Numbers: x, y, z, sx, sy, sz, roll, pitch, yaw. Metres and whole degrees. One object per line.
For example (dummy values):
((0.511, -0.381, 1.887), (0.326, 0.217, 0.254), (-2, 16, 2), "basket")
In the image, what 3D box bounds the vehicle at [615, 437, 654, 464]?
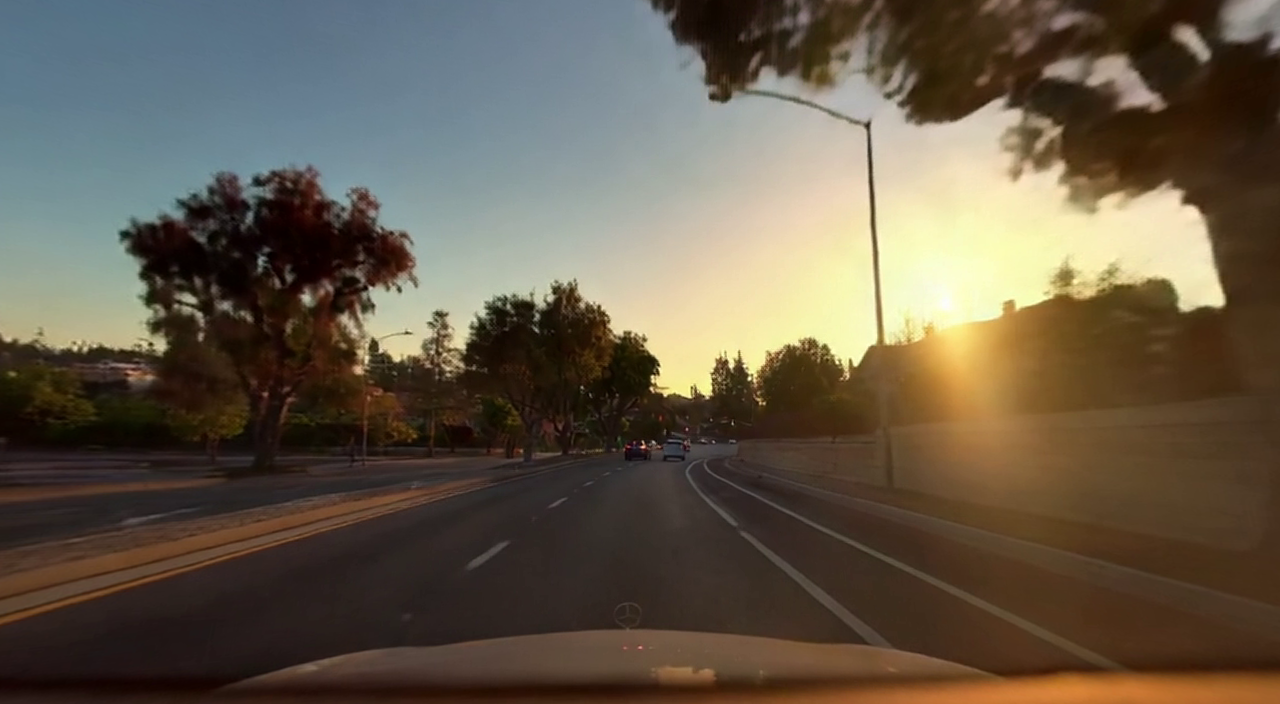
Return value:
((-0.346, 7.246, 46.266), (2.152, 1.822, 4.391), (-1, -9, 10), "vehicle")
